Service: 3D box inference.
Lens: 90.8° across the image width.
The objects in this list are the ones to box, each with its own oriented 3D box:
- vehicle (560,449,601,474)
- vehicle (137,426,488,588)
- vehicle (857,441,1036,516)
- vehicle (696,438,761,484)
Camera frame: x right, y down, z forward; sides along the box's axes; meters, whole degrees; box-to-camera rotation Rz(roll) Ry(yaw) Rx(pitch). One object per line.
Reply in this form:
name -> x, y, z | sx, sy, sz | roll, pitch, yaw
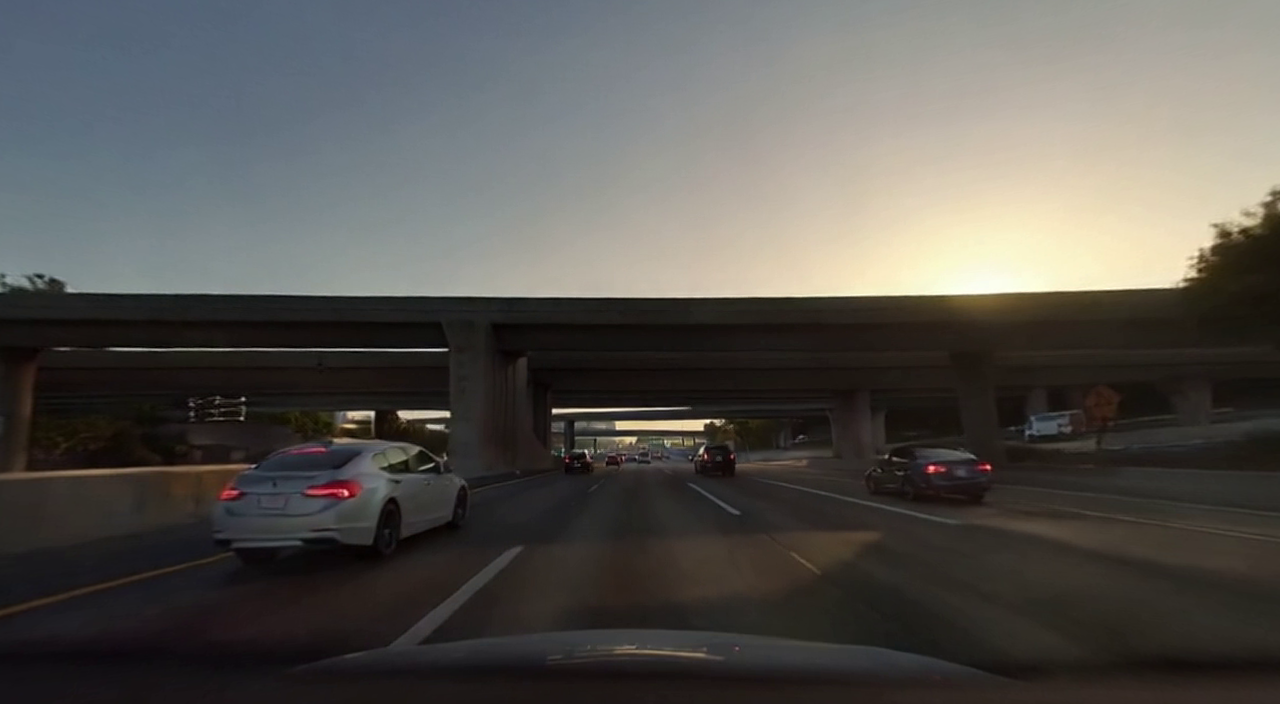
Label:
vehicle -> -3.572, 6.740, 38.909 | 2.047, 1.464, 4.387 | 0, -9, 1
vehicle -> -3.593, 1.813, 8.228 | 1.997, 1.476, 4.703 | 0, -9, 1
vehicle -> 6.903, 2.892, 14.856 | 1.989, 1.472, 4.322 | 0, -9, 0
vehicle -> 3.604, 4.547, 26.441 | 2.072, 1.761, 4.242 | 0, -9, 0
